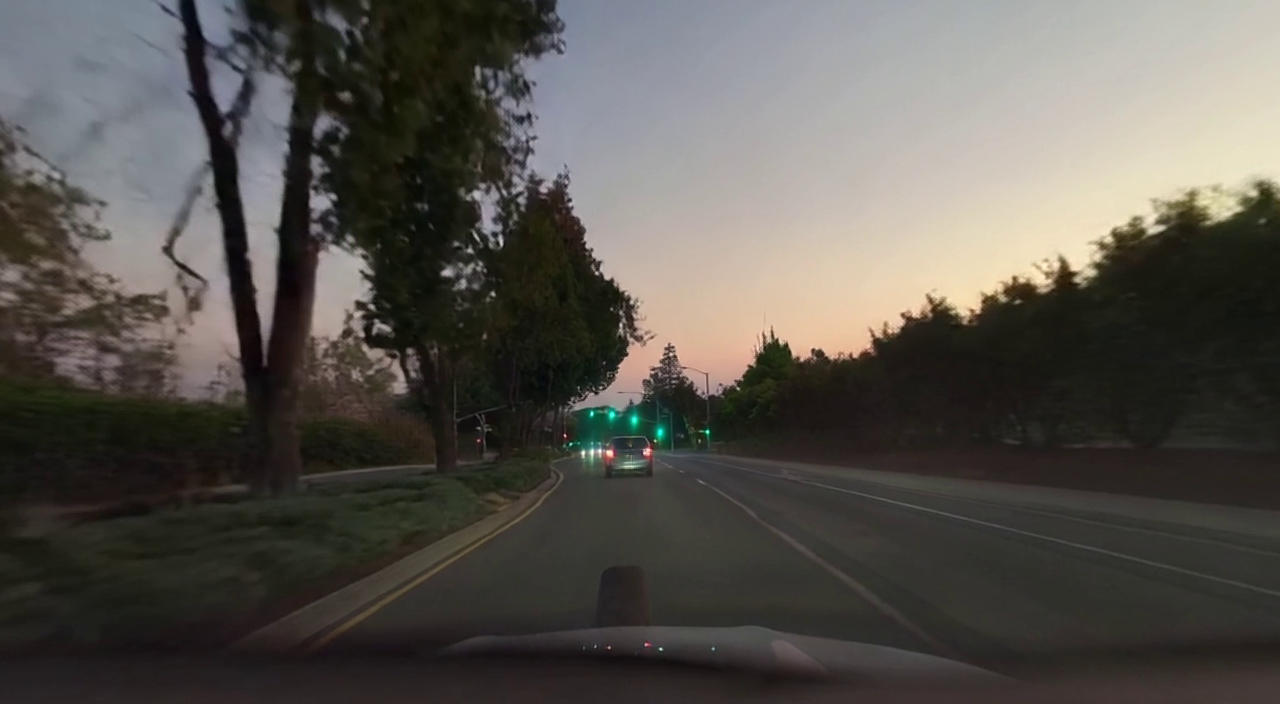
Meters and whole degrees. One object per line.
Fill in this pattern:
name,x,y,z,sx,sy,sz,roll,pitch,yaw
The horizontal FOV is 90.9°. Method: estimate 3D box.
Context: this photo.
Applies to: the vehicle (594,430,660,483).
vehicle,-0.464,3.768,22.921,2.192,1.734,4.176,0,-8,-1
